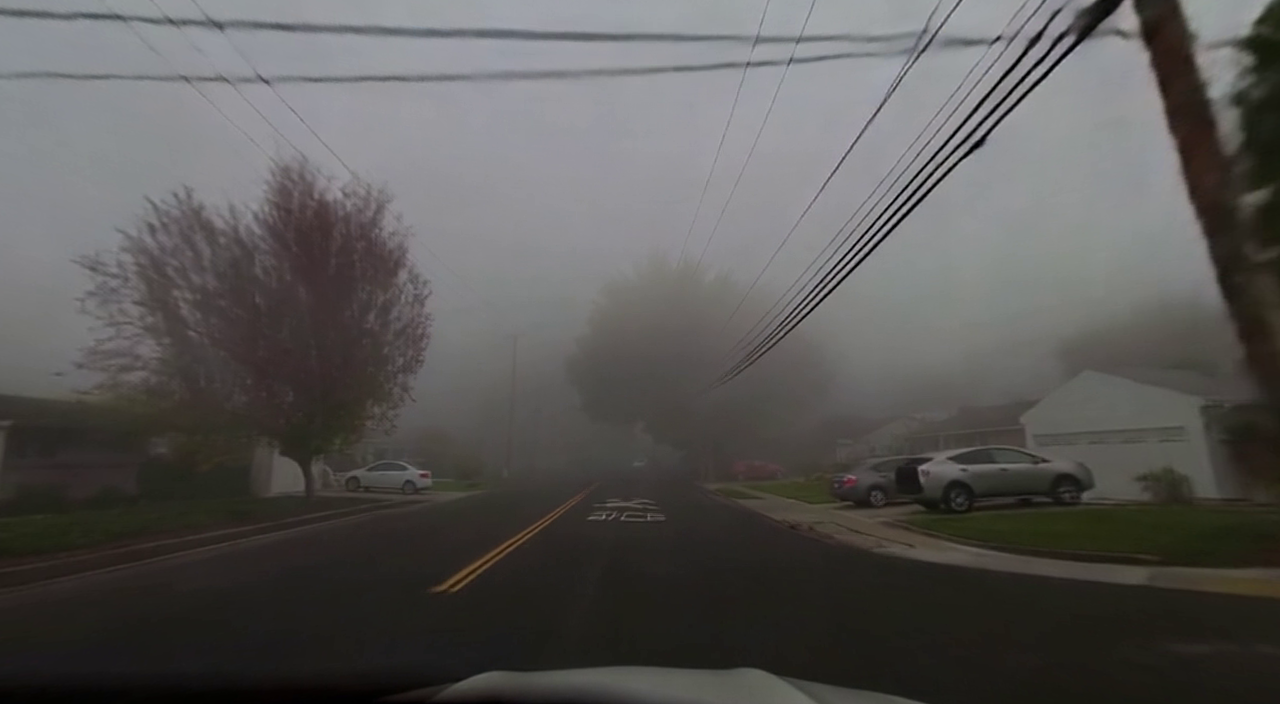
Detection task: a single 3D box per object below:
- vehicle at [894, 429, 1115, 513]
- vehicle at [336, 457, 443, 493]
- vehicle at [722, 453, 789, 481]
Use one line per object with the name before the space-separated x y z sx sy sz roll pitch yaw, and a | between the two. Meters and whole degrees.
vehicle | 9.325 3.067 16.449 4.557 2.012 1.917 1 -9 -3
vehicle | -11.963 5.892 30.398 4.243 1.598 2.003 0 -9 3
vehicle | 7.428 7.414 40.868 3.846 1.725 1.920 1 -9 -4
